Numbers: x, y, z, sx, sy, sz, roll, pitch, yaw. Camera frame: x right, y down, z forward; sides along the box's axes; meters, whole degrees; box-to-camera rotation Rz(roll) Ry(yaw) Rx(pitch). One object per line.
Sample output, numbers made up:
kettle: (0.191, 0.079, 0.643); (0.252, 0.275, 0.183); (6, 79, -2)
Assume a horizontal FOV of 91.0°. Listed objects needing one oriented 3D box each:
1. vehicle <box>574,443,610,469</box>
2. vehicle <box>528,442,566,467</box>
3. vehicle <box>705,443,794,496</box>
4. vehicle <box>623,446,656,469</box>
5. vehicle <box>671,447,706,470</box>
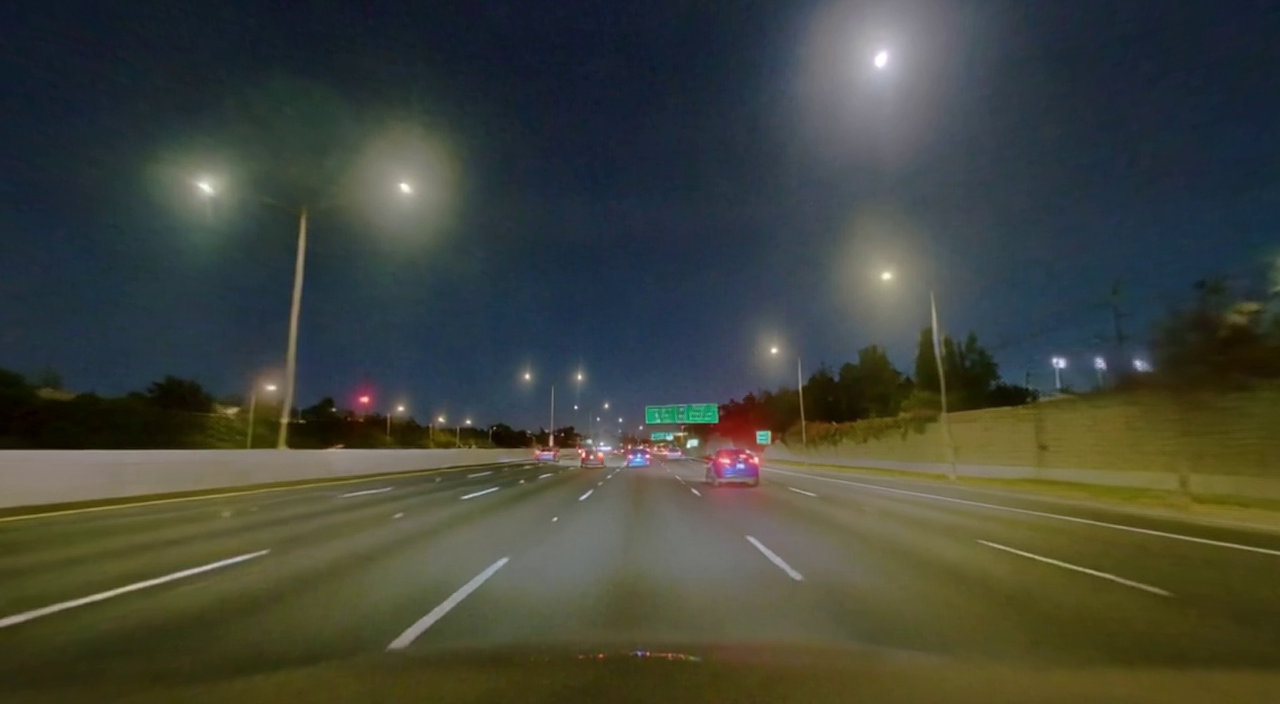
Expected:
vehicle: (-3.221, 7.076, 42.969); (2.091, 1.664, 4.157); (0, -9, 0)
vehicle: (-6.763, 7.528, 46.233); (2.112, 1.721, 4.381); (0, -9, 0)
vehicle: (3.416, 3.763, 20.608); (2.077, 1.527, 4.553); (0, -9, 0)
vehicle: (-0.051, 7.206, 43.220); (2.166, 1.496, 4.158); (0, -9, 0)
vehicle: (3.283, 7.259, 43.120); (2.036, 1.517, 4.256); (0, -9, -1)
